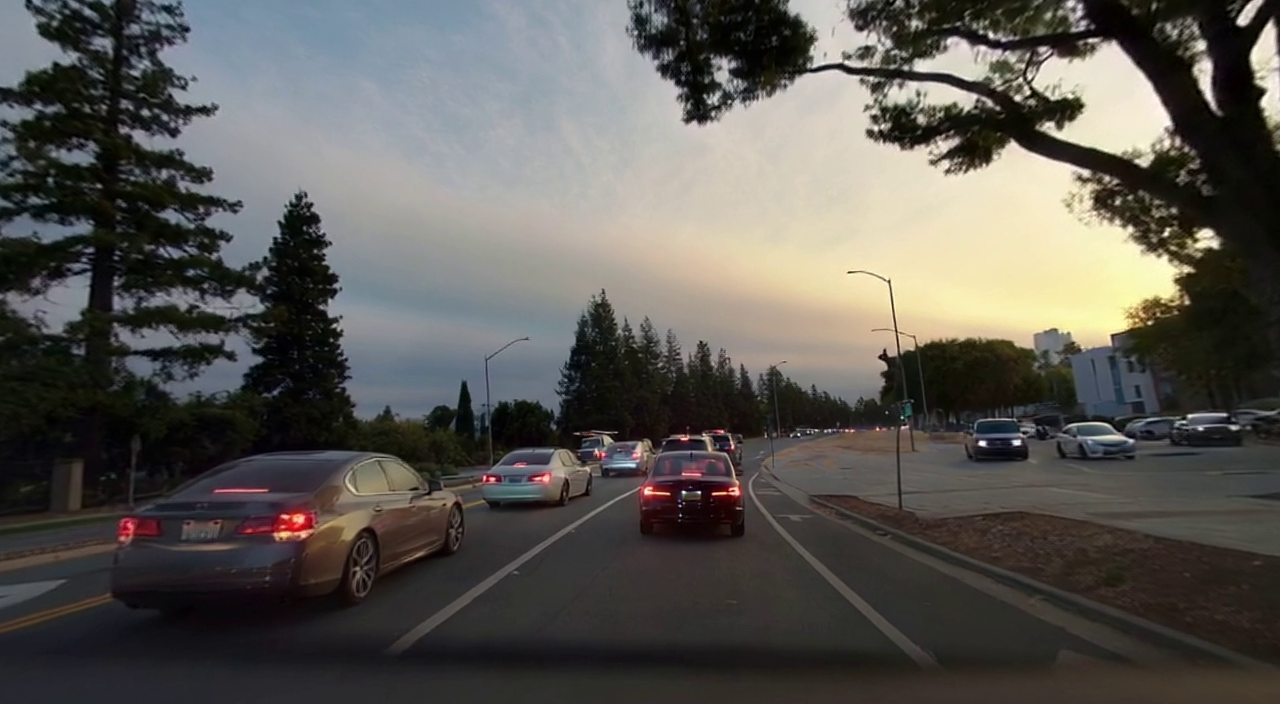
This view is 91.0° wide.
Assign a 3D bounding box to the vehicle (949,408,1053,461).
[{"bbox_3d":[14.551,3.417,25.735,2.288,1.933,4.612,-2,-9,12],"label":"vehicle"}]

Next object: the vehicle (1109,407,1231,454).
[{"bbox_3d":[20.551,3.094,24.643,1.902,1.529,3.937,-7,-9,13],"label":"vehicle"}]

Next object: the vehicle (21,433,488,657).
[{"bbox_3d":[-3.201,1.650,6.519,1.940,1.502,4.241,-1,-9,4],"label":"vehicle"}]

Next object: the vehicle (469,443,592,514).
[{"bbox_3d":[-2.501,3.006,15.520,1.870,1.490,4.187,-1,-9,6],"label":"vehicle"}]

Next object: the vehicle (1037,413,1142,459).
[{"bbox_3d":[17.930,3.396,25.358,1.803,1.518,3.893,-7,-9,10],"label":"vehicle"}]

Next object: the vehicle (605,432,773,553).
[{"bbox_3d":[0.752,2.113,10.174,2.142,1.528,4.133,-1,-9,4],"label":"vehicle"}]
